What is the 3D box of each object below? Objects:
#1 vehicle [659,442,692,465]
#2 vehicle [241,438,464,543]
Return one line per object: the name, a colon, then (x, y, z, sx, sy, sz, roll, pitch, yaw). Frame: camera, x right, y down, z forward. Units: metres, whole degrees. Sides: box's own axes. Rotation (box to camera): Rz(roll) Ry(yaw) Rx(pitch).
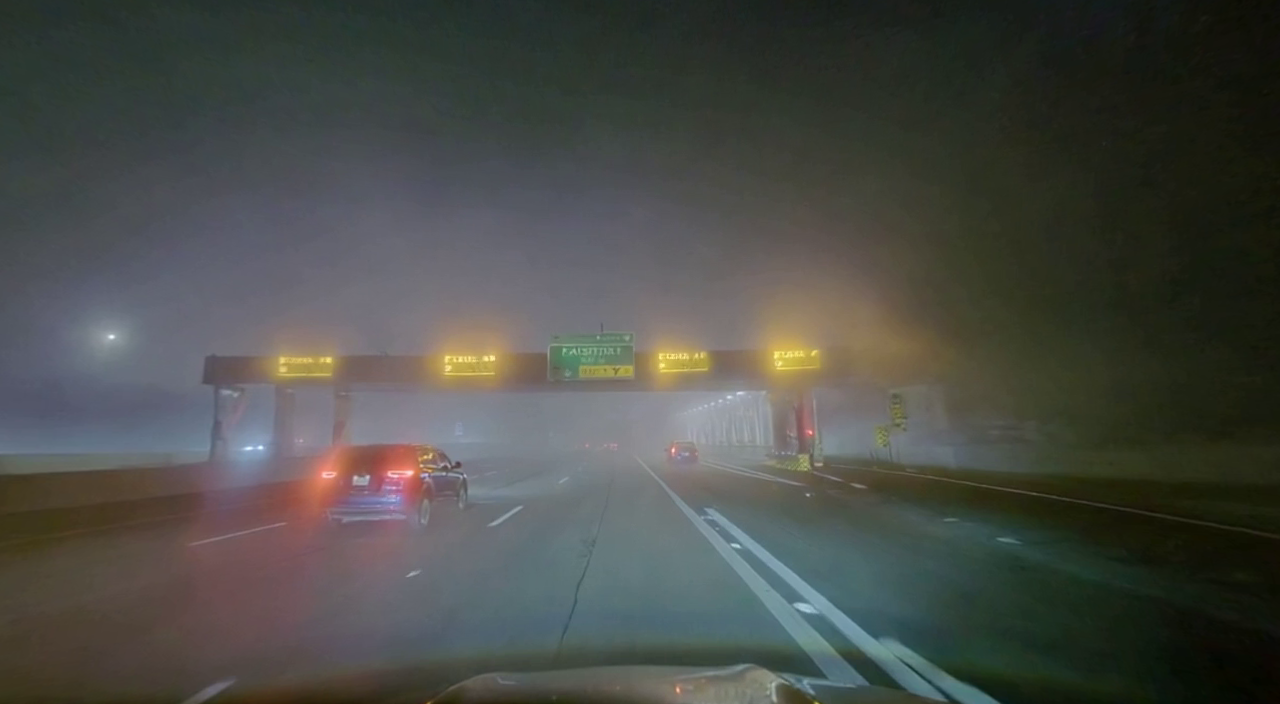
vehicle: (2.664, 7.721, 48.423, 2.072, 1.639, 4.919, 0, -8, -2)
vehicle: (-4.733, 2.309, 11.270, 1.981, 1.465, 4.334, 0, -8, -1)
